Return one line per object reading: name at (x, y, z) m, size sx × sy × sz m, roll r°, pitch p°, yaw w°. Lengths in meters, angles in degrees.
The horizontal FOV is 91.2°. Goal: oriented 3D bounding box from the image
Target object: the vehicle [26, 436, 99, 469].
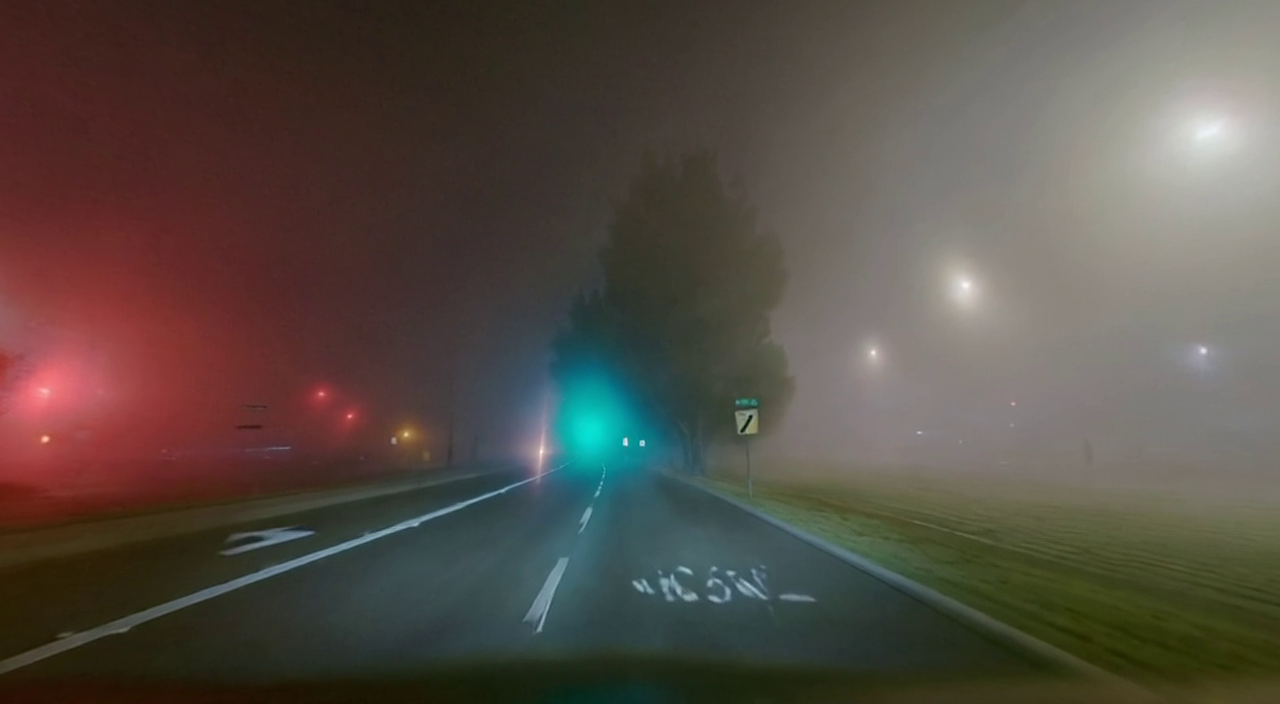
vehicle at (-28.104, 4.869, 30.473) m, size 3.733 × 1.499 × 1.704 m, roll -7°, pitch -11°, yaw 35°
